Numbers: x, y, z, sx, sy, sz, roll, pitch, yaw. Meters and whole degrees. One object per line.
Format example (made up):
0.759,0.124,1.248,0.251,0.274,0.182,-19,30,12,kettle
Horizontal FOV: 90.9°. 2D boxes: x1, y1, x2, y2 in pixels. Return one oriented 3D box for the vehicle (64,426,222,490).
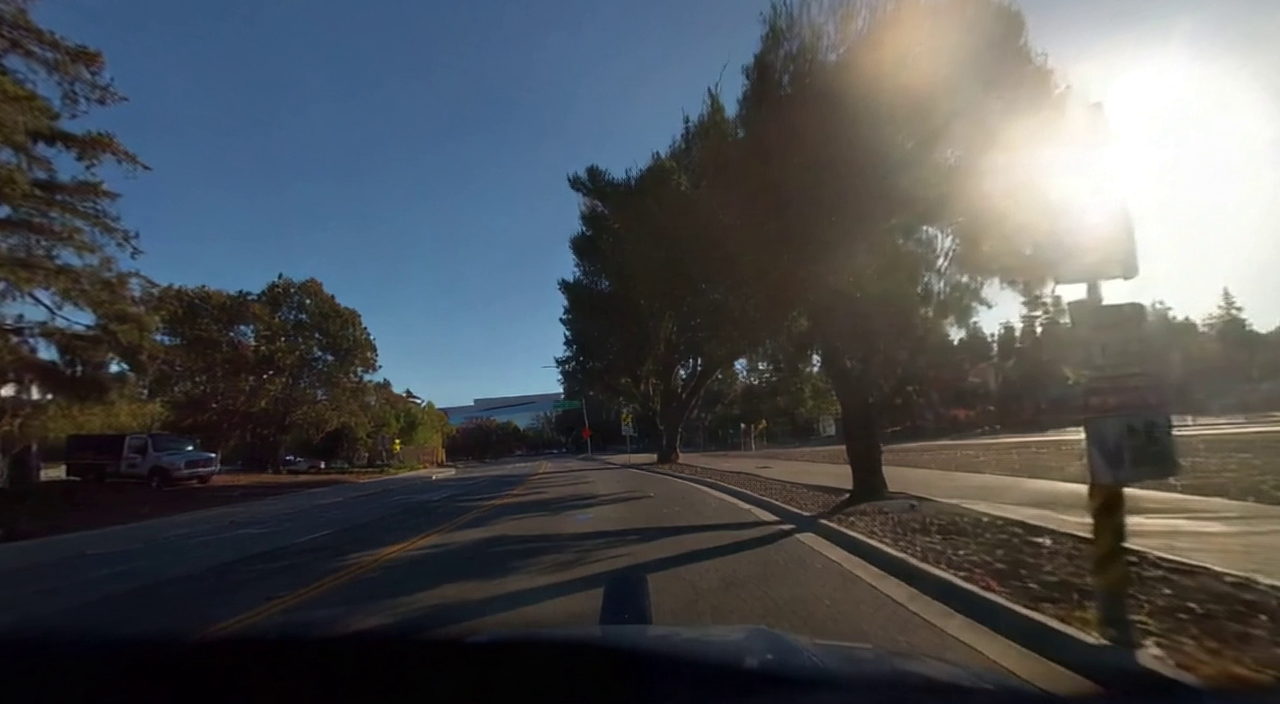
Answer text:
-17.185,3.644,21.819,4.699,1.996,2.116,-4,-9,23,vehicle
